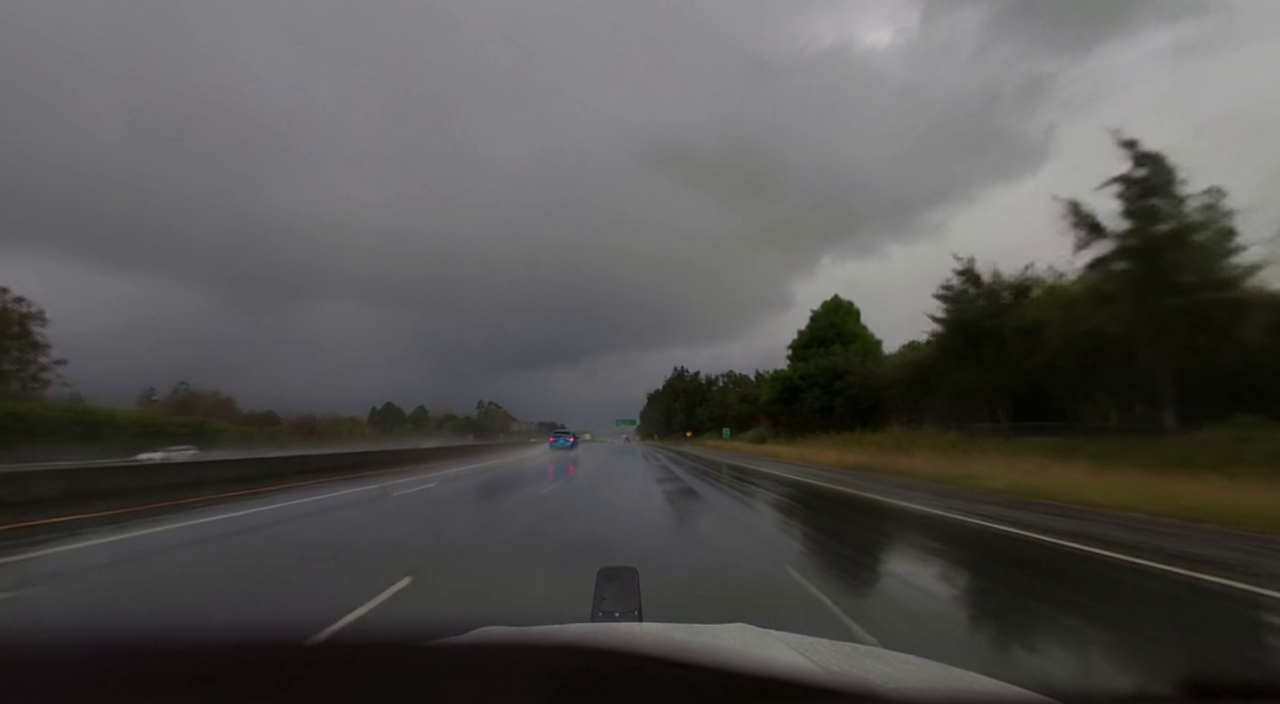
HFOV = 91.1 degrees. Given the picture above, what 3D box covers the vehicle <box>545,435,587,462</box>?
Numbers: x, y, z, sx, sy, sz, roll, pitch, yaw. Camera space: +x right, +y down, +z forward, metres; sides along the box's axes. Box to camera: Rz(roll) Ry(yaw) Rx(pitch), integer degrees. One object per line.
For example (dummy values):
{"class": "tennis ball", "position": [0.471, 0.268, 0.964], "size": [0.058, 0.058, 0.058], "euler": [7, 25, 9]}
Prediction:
{"class": "vehicle", "position": [-4.410, 5.779, 37.991], "size": [2.063, 1.496, 4.225], "euler": [0, -8, -1]}
